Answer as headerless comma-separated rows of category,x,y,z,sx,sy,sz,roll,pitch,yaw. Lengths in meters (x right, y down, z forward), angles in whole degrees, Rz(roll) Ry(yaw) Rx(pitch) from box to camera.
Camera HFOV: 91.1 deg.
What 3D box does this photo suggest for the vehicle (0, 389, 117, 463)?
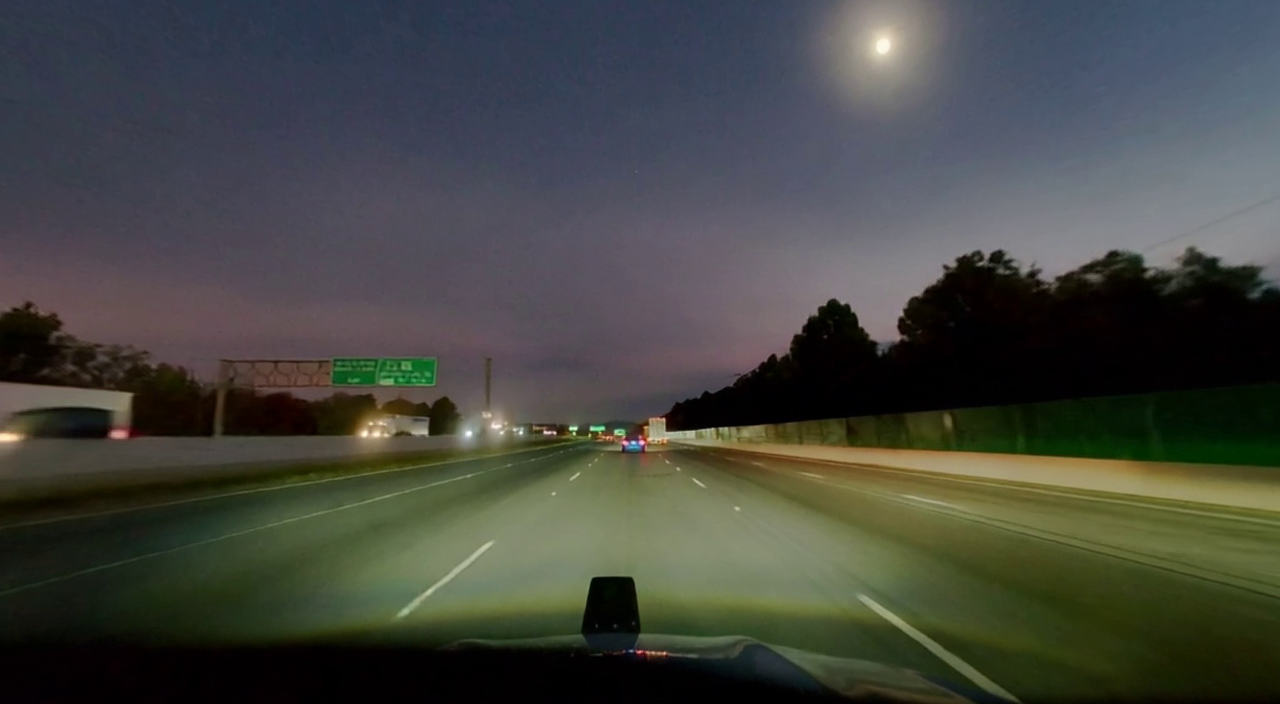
vehicle,-22.514,2.710,22.648,2.238,2.462,5.879,0,-8,-1
